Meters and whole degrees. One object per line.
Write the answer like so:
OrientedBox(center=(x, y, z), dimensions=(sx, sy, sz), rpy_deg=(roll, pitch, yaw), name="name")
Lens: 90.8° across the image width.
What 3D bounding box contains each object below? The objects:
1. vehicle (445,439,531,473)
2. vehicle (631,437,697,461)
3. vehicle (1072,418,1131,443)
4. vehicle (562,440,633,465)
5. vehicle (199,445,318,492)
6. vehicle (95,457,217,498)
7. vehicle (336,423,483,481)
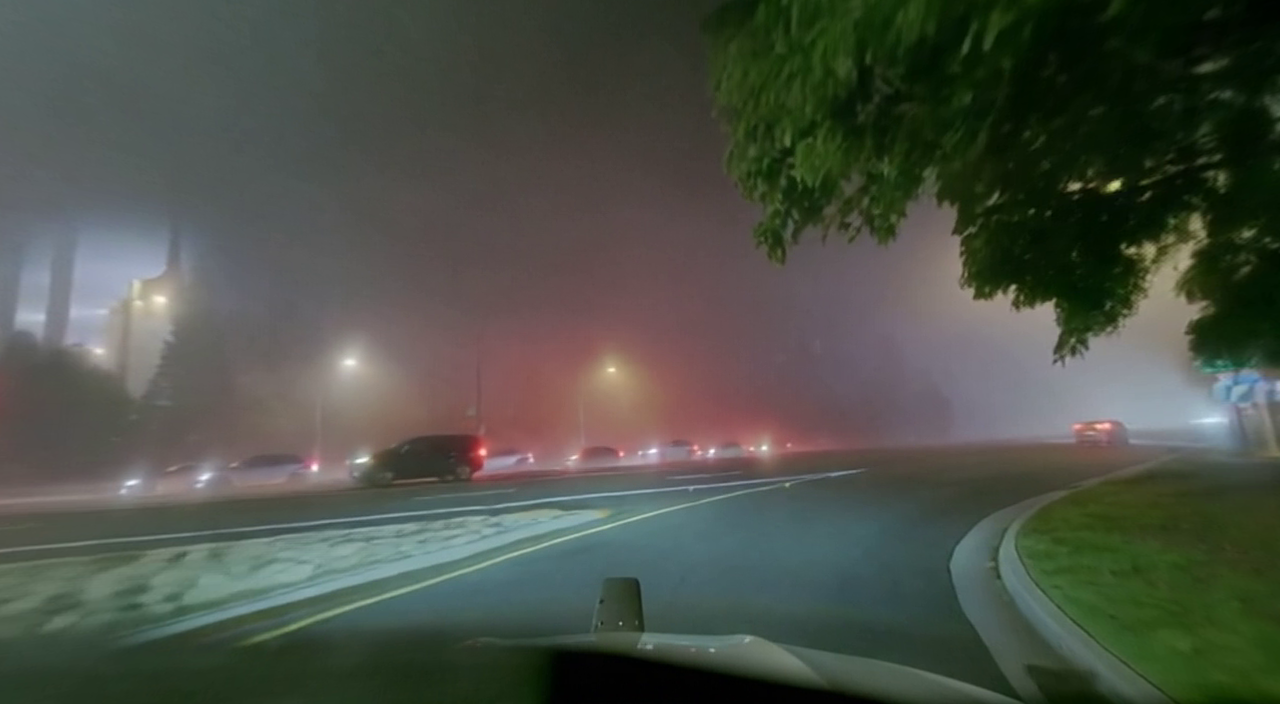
OrientedBox(center=(-8.984, 6.241, 37.553), dimensions=(4.467, 1.625, 2.033), rpy_deg=(10, -19, -38), name="vehicle")
OrientedBox(center=(1.812, 7.148, 46.653), dimensions=(4.727, 1.681, 1.926), rpy_deg=(7, -11, -39), name="vehicle")
OrientedBox(center=(34.477, 5.907, 47.133), dimensions=(4.496, 1.765, 2.059), rpy_deg=(6, -11, -35), name="vehicle")
OrientedBox(center=(-2.837, 6.801, 42.616), dimensions=(4.513, 1.582, 1.842), rpy_deg=(7, -11, -39), name="vehicle")
OrientedBox(center=(-17.968, 5.421, 29.880), dimensions=(4.510, 1.764, 1.947), rpy_deg=(3, -7, -40), name="vehicle")
OrientedBox(center=(-23.100, 5.939, 30.227), dimensions=(4.493, 1.455, 1.946), rpy_deg=(3, -7, -40), name="vehicle")
OrientedBox(center=(-10.173, 4.595, 28.283), dimensions=(5.636, 2.053, 2.225), rpy_deg=(11, -20, -37), name="vehicle")
